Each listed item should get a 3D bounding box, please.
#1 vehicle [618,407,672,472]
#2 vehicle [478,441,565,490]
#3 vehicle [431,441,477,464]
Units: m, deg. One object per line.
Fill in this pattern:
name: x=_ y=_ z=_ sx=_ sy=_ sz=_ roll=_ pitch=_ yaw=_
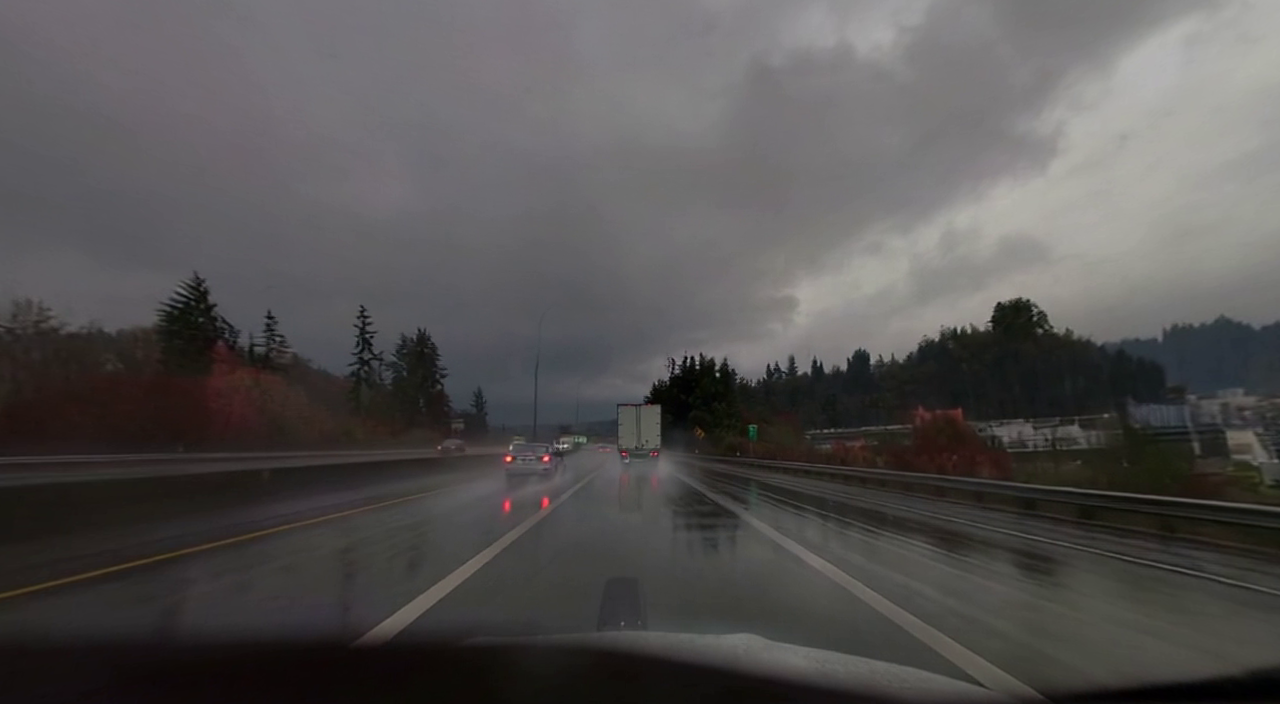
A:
vehicle: x=0.134 y=5.602 z=40.018 sx=2.893 sy=3.628 sz=9.081 roll=0 pitch=-9 yaw=-3
vehicle: x=-4.022 y=3.973 z=22.368 sx=2.114 sy=1.523 sz=5.110 roll=0 pitch=-9 yaw=0
vehicle: x=-13.050 y=7.070 z=44.508 sx=2.020 sy=1.509 sz=4.186 roll=0 pitch=-9 yaw=0
